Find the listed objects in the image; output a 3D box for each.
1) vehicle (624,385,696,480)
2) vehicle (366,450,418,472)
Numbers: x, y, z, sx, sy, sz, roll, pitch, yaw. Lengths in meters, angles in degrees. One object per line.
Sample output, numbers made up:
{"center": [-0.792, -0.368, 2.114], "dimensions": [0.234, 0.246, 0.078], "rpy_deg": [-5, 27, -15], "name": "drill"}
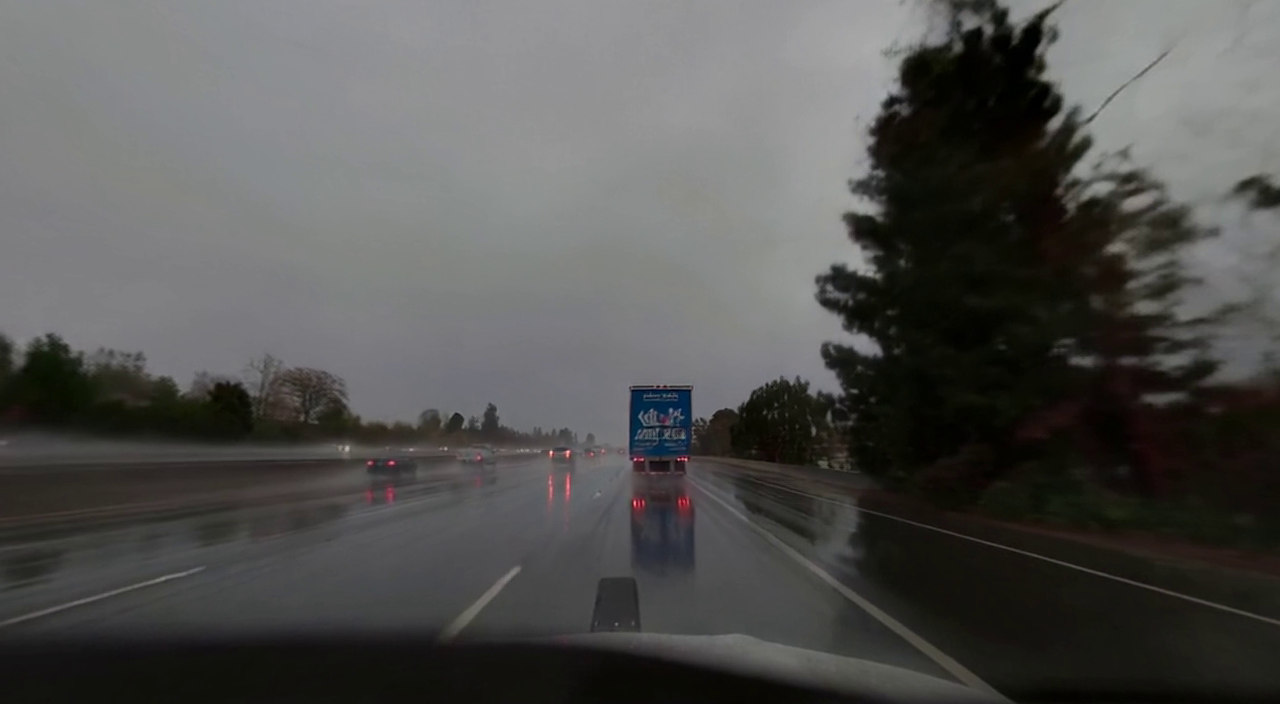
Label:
{"center": [0.827, 4.713, 35.409], "dimensions": [3.140, 4.100, 15.551], "rpy_deg": [1, -9, 0], "name": "vehicle"}
{"center": [-17.567, 7.740, 44.989], "dimensions": [1.901, 1.485, 4.279], "rpy_deg": [0, -9, 1], "name": "vehicle"}
